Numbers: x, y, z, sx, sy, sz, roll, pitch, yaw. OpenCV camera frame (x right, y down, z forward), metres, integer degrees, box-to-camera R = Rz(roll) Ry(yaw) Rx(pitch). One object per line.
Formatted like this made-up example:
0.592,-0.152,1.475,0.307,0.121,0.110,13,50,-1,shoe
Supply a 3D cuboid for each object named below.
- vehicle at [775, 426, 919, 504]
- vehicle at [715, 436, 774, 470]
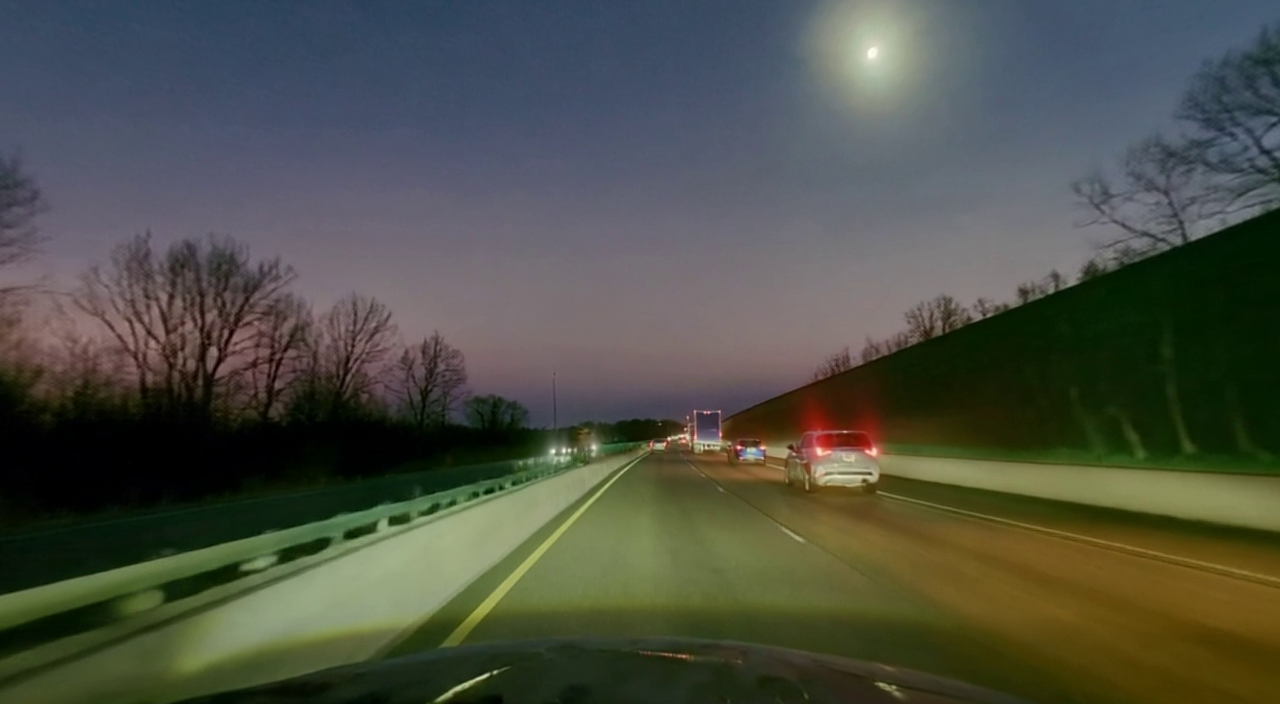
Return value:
4.610,2.573,14.746,1.940,1.539,4.005,0,-8,-1,vehicle
4.863,4.759,29.849,2.000,1.473,4.440,0,-8,0,vehicle
